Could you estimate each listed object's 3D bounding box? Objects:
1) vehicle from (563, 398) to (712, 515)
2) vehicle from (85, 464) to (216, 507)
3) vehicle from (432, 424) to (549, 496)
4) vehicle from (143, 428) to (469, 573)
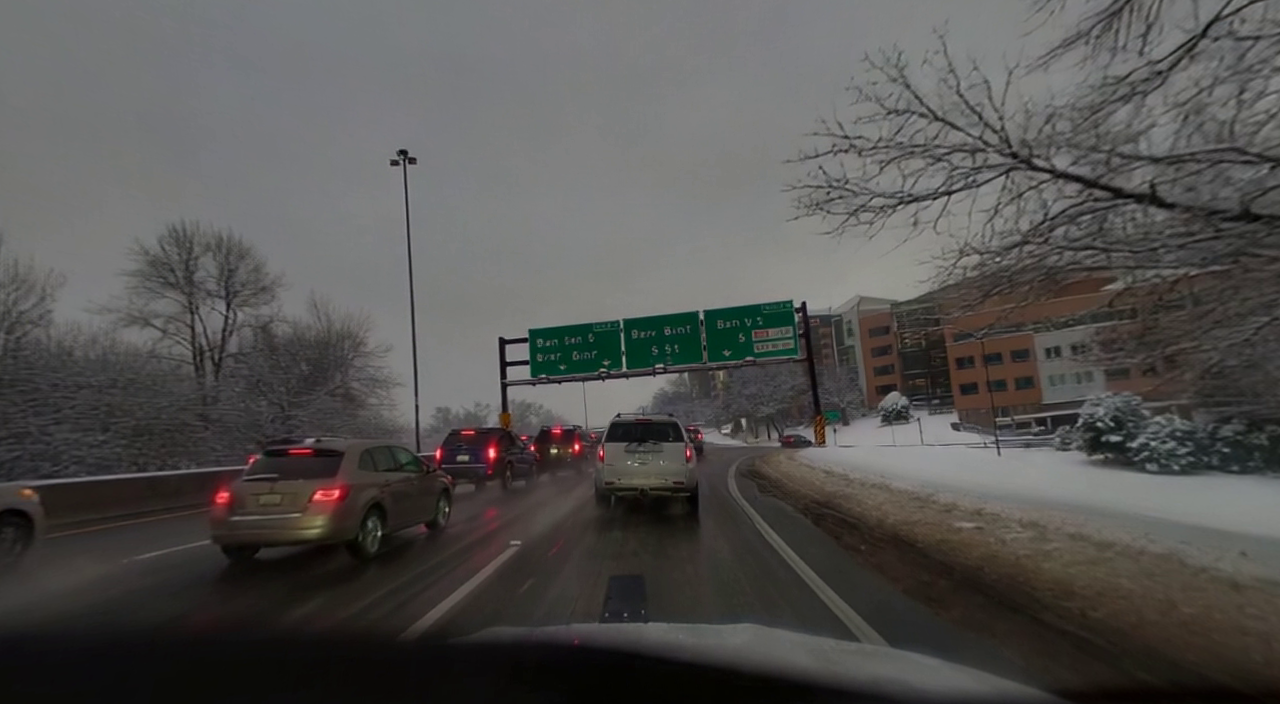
[{"bbox_3d":[0.033,2.284,14.173,2.616,2.063,5.933,0,-9,1],"label":"vehicle"},{"bbox_3d":[-20.497,5.575,26.722,1.795,1.506,4.762,0,-9,-1],"label":"vehicle"},{"bbox_3d":[-3.971,2.973,17.658,1.953,1.729,4.377,0,-9,3],"label":"vehicle"},{"bbox_3d":[-4.075,1.867,8.744,2.087,1.481,4.225,0,-9,2],"label":"vehicle"}]
